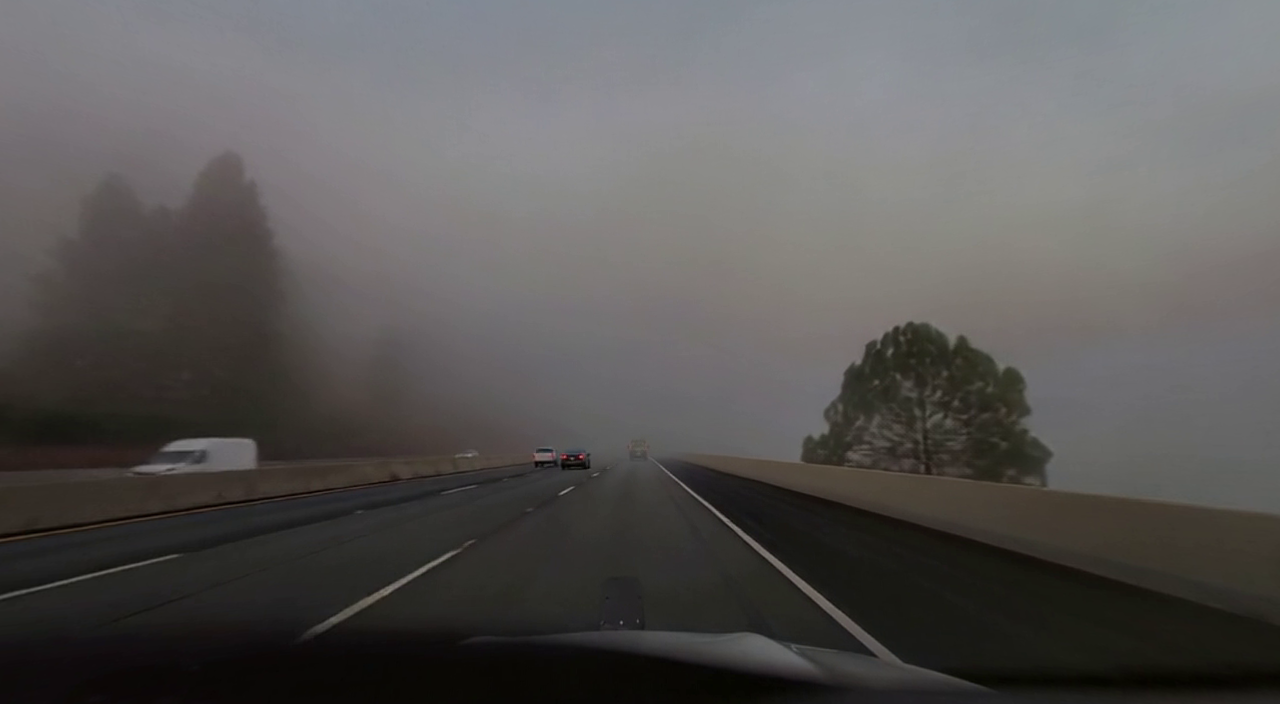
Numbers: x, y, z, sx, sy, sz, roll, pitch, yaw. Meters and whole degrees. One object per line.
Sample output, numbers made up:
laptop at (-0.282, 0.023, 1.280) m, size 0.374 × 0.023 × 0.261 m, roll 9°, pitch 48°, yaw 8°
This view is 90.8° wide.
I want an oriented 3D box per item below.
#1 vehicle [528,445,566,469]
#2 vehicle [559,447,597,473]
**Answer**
vehicle at (-7.075, 8.027, 48.514) m, size 2.173 × 1.722 × 4.869 m, roll 0°, pitch -9°, yaw 1°
vehicle at (-3.747, 6.605, 38.690) m, size 1.893 × 1.521 × 3.742 m, roll 0°, pitch -9°, yaw 0°
